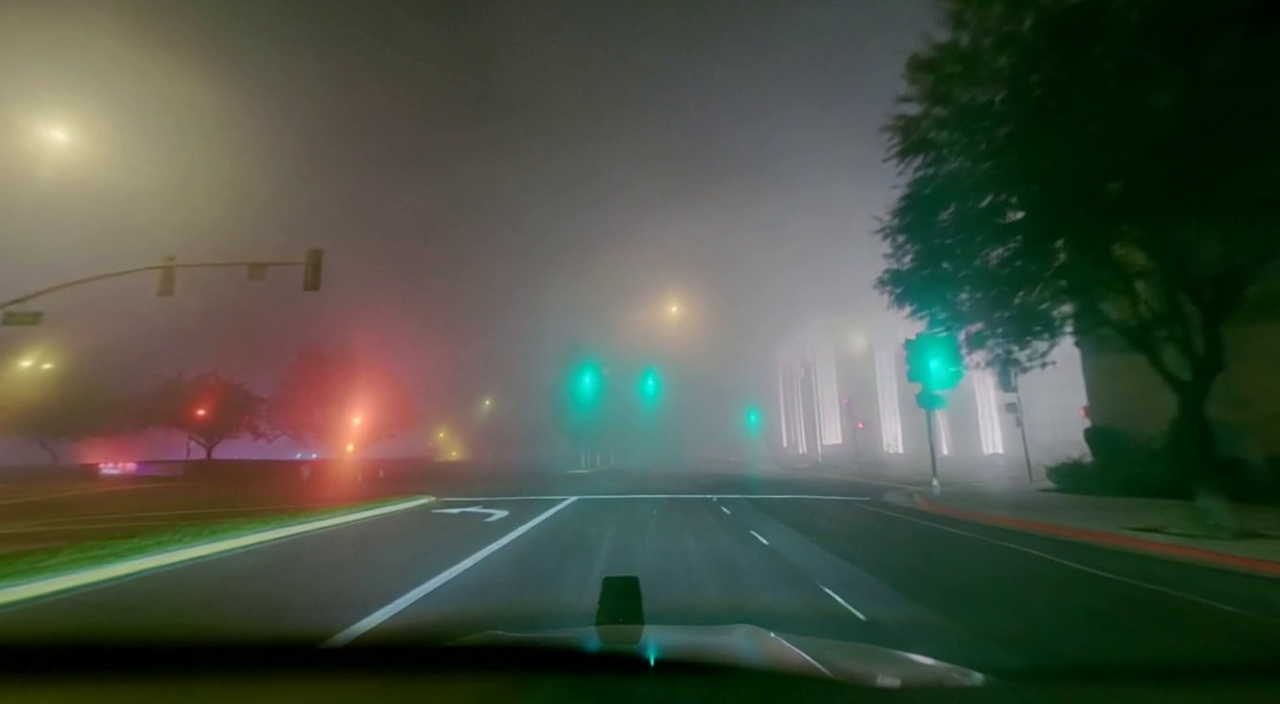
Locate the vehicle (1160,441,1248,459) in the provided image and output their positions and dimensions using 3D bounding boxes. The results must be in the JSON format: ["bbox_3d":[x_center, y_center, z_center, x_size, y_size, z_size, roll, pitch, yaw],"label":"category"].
[{"bbox_3d":[41.282,7.199,46.157,4.337,1.300,1.868,-2,-9,10],"label":"vehicle"}]
